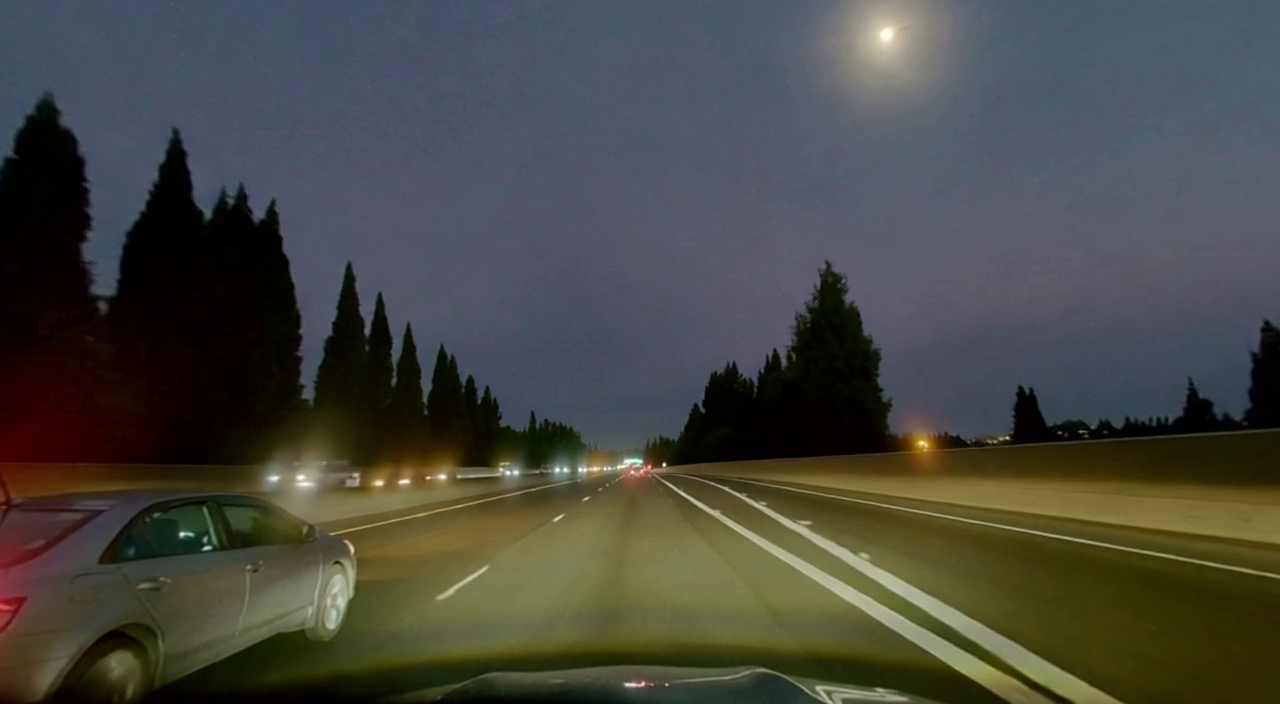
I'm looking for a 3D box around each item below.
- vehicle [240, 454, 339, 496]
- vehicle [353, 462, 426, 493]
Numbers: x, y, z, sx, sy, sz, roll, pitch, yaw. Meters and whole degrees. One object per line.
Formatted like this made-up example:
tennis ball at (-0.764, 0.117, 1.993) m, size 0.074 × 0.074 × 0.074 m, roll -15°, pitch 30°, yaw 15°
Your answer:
vehicle at (-17.086, 6.025, 31.043) m, size 2.110 × 1.857 × 4.727 m, roll 1°, pitch -10°, yaw 0°
vehicle at (-12.705, 6.389, 32.259) m, size 1.897 × 1.455 × 4.330 m, roll 1°, pitch -10°, yaw 0°
